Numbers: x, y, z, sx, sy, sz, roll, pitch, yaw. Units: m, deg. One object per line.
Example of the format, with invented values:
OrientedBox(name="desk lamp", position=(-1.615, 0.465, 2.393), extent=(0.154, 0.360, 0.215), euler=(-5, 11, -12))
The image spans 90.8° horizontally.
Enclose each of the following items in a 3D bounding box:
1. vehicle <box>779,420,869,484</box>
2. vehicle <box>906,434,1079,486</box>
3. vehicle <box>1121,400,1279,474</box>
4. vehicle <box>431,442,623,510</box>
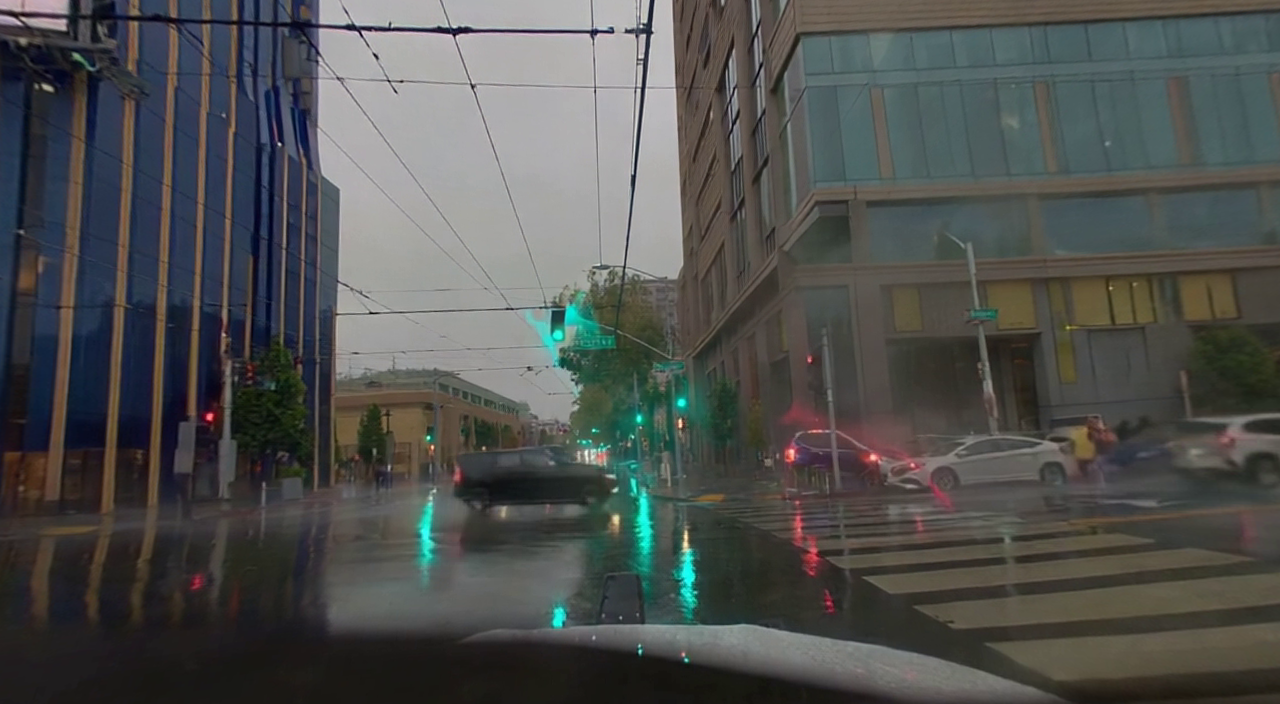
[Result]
OrientedBox(name="vehicle", position=(7.590, 4.109, 26.631), extent=(2.316, 2.425, 4.466), euler=(1, -7, -2))
OrientedBox(name="vehicle", position=(11.387, 3.488, 20.562), extent=(4.697, 1.510, 1.596), euler=(0, -9, -4))
OrientedBox(name="vehicle", position=(15.282, 2.161, 15.980), extent=(4.629, 1.696, 2.098), euler=(1, -8, -6))
OrientedBox(name="vehicle", position=(-2.794, 3.167, 16.468), extent=(4.637, 1.624, 1.927), euler=(0, -8, -3))
